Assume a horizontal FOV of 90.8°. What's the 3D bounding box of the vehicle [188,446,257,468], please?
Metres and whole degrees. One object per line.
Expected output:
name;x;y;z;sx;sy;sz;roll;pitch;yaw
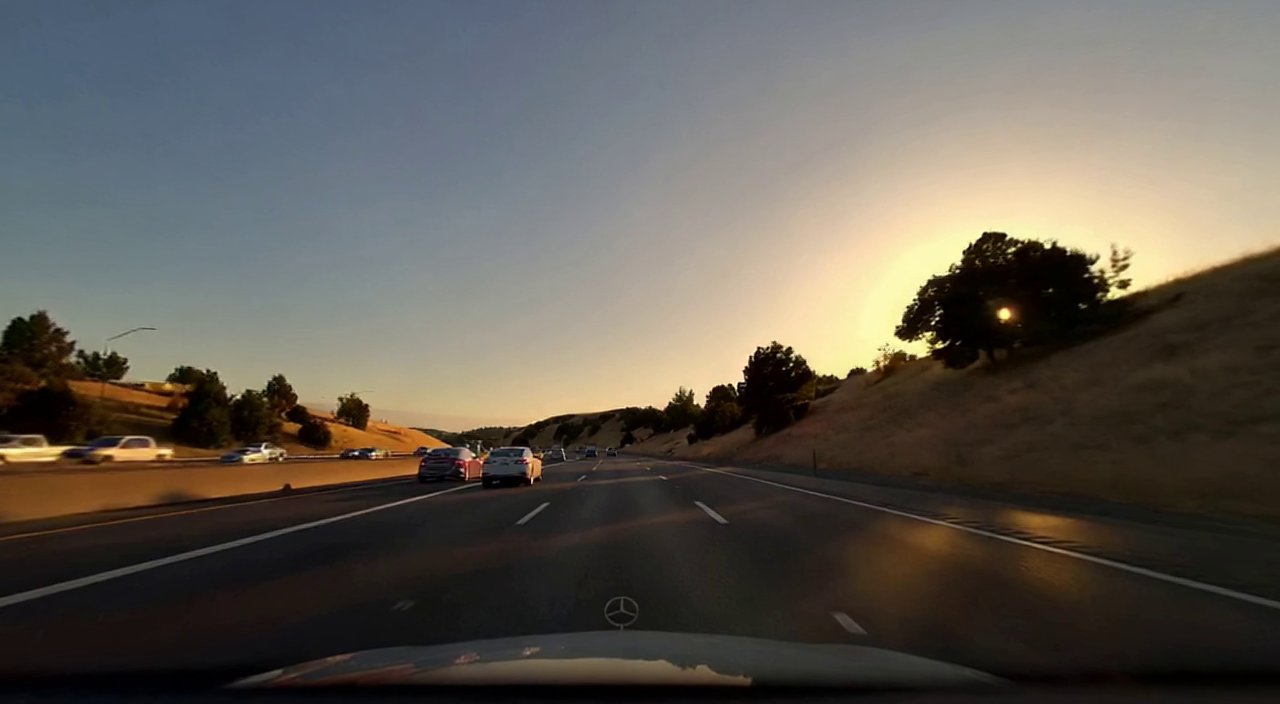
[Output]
vehicle;-29.461;7.397;44.761;1.836;1.450;4.553;0;-9;-2

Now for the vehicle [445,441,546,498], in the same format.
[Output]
vehicle;-4.262;3.541;19.436;2.073;1.516;4.478;0;-9;0

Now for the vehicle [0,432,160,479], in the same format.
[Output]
vehicle;-24.677;4.570;28.083;2.221;1.861;5.703;0;-9;-1

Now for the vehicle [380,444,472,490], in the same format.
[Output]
vehicle;-7.854;4.245;23.683;2.023;1.519;4.150;0;-9;0
